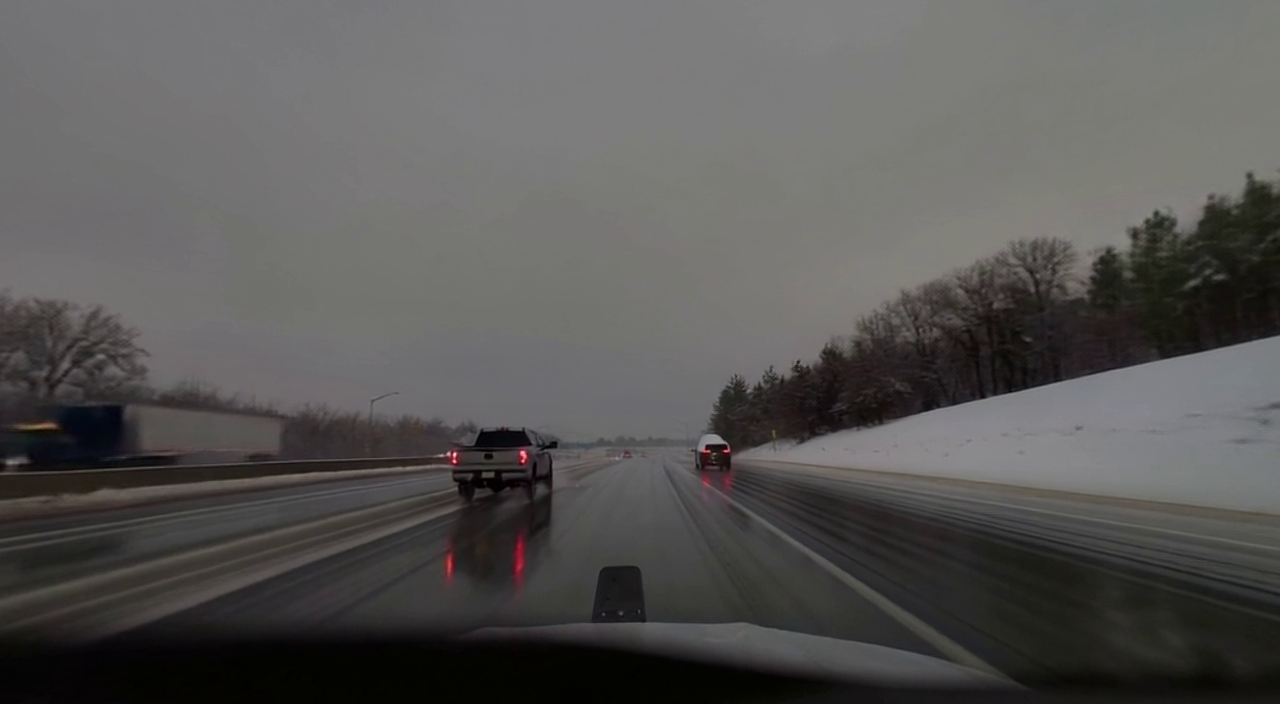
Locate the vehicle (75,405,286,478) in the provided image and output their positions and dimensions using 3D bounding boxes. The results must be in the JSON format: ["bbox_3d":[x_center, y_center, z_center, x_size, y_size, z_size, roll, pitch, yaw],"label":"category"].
[{"bbox_3d":[-30.565,6.266,43.609,2.928,4.127,14.720,0,-9,3],"label":"vehicle"}]

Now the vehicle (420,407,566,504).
[{"bbox_3d":[-3.732,2.858,17.640,2.496,2.203,6.317,0,-9,1],"label":"vehicle"}]

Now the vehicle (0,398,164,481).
[{"bbox_3d":[-30.940,4.881,34.928,3.036,4.070,6.933,0,-9,4],"label":"vehicle"}]

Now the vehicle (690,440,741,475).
[{"bbox_3d":[3.788,5.379,32.278,2.095,1.668,4.135,0,-9,1],"label":"vehicle"}]
